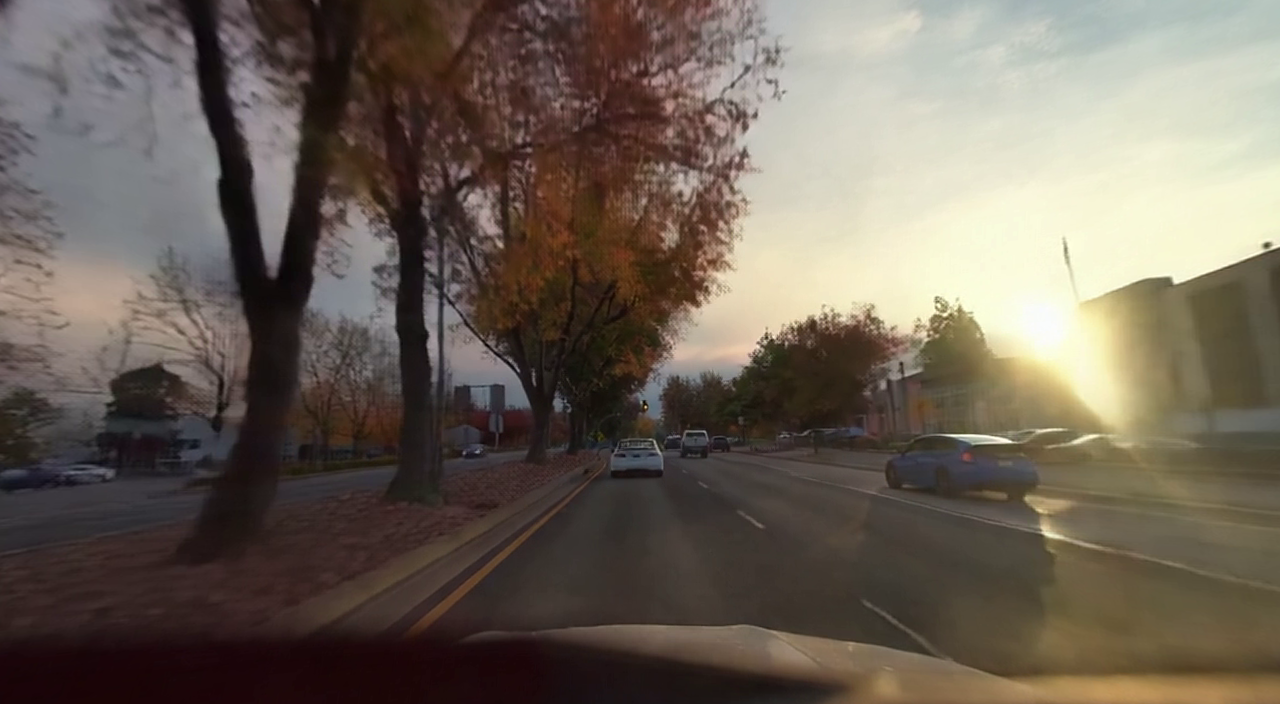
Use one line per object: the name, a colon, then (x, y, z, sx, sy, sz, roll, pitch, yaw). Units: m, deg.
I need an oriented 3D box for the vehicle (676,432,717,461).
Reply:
vehicle: (3.596, 6.151, 41.254, 2.188, 1.760, 4.297, 0, -8, -1)

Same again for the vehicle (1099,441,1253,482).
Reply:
vehicle: (21.127, 4.308, 25.244, 1.920, 1.458, 4.704, 0, -8, -2)

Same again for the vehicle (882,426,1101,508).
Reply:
vehicle: (7.391, 2.468, 14.032, 2.111, 1.493, 4.639, 0, -8, -1)

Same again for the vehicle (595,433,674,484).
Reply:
vehicle: (-0.198, 3.420, 20.556, 2.289, 1.471, 4.477, 0, -8, -1)

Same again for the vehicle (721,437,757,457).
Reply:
vehicle: (7.507, 7.261, 48.293, 2.061, 1.460, 3.948, 0, -8, -1)

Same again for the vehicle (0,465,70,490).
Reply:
vehicle: (-44.550, 9.117, 45.990, 3.961, 1.678, 2.032, 1, -8, -4)
